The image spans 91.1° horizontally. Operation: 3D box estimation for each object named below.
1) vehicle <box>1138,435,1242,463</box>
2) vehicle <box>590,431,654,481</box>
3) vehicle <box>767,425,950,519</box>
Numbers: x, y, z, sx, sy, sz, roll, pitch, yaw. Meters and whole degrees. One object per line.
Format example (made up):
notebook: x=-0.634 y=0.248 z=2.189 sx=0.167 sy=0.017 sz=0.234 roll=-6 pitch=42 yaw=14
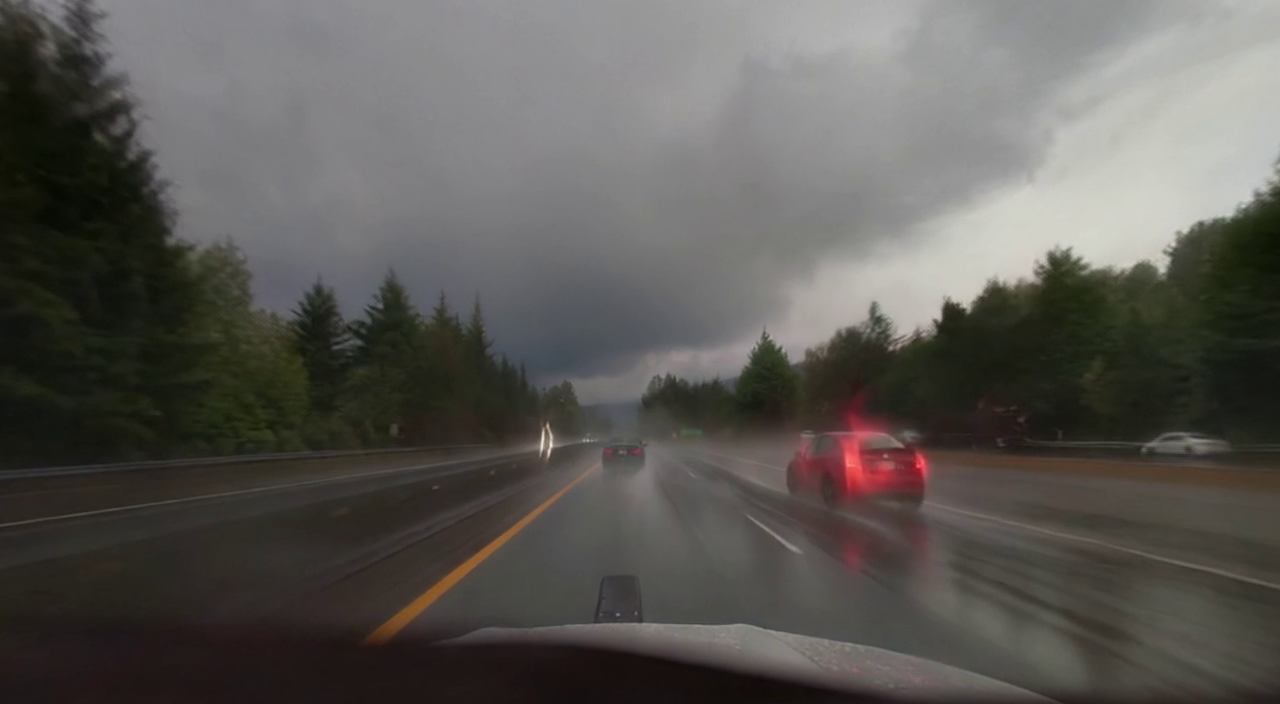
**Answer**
vehicle: x=33.384 y=5.870 z=38.365 sx=1.969 sy=1.556 sz=4.739 roll=0 pitch=-8 yaw=-1
vehicle: x=-0.535 y=3.337 z=20.514 sx=1.897 sy=1.479 sz=3.724 roll=0 pitch=-8 yaw=0
vehicle: x=4.022 y=2.253 z=12.485 sx=2.010 sy=1.508 sz=4.285 roll=0 pitch=-8 yaw=-1
